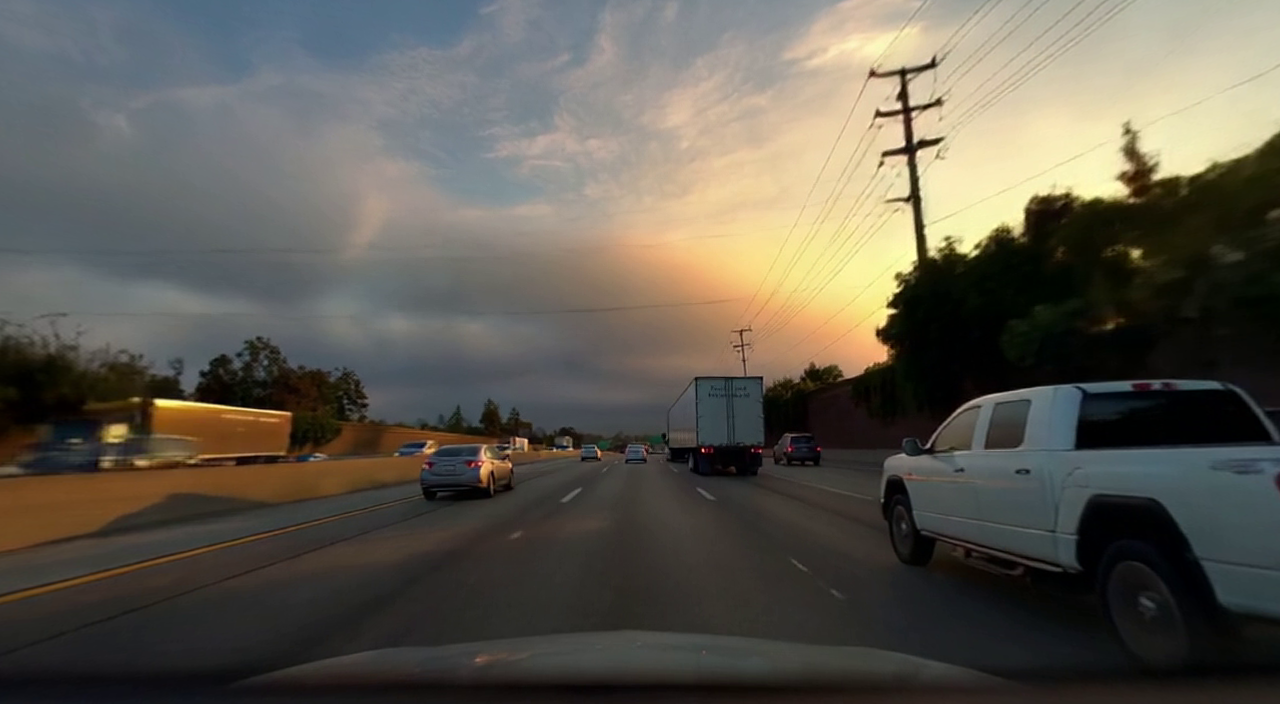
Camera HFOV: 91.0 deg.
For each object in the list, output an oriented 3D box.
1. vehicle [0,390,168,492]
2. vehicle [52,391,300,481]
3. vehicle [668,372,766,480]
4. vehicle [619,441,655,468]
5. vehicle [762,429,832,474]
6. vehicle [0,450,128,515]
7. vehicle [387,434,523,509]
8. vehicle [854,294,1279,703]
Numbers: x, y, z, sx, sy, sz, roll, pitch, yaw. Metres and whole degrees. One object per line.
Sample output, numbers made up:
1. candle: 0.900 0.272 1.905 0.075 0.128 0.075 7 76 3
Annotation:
1. vehicle: -22.352 3.363 23.700 3.028 3.310 7.561 0 -8 1
2. vehicle: -22.484 4.365 32.253 2.779 3.662 12.891 0 -8 1
3. vehicle: 3.316 3.976 32.248 2.907 4.109 16.177 0 -8 0
4. vehicle: -0.150 6.153 37.995 2.047 1.485 3.938 0 -8 1
5. vehicle: 7.380 4.742 30.156 2.079 1.938 4.630 0 -8 -1
6. vehicle: -14.907 3.156 15.591 1.519 1.378 3.435 0 -8 0
7. vehicle: -4.158 2.732 14.850 1.968 1.507 3.829 0 -8 1
8. vehicle: 3.452 1.007 4.331 2.132 1.869 4.978 0 -8 -1
